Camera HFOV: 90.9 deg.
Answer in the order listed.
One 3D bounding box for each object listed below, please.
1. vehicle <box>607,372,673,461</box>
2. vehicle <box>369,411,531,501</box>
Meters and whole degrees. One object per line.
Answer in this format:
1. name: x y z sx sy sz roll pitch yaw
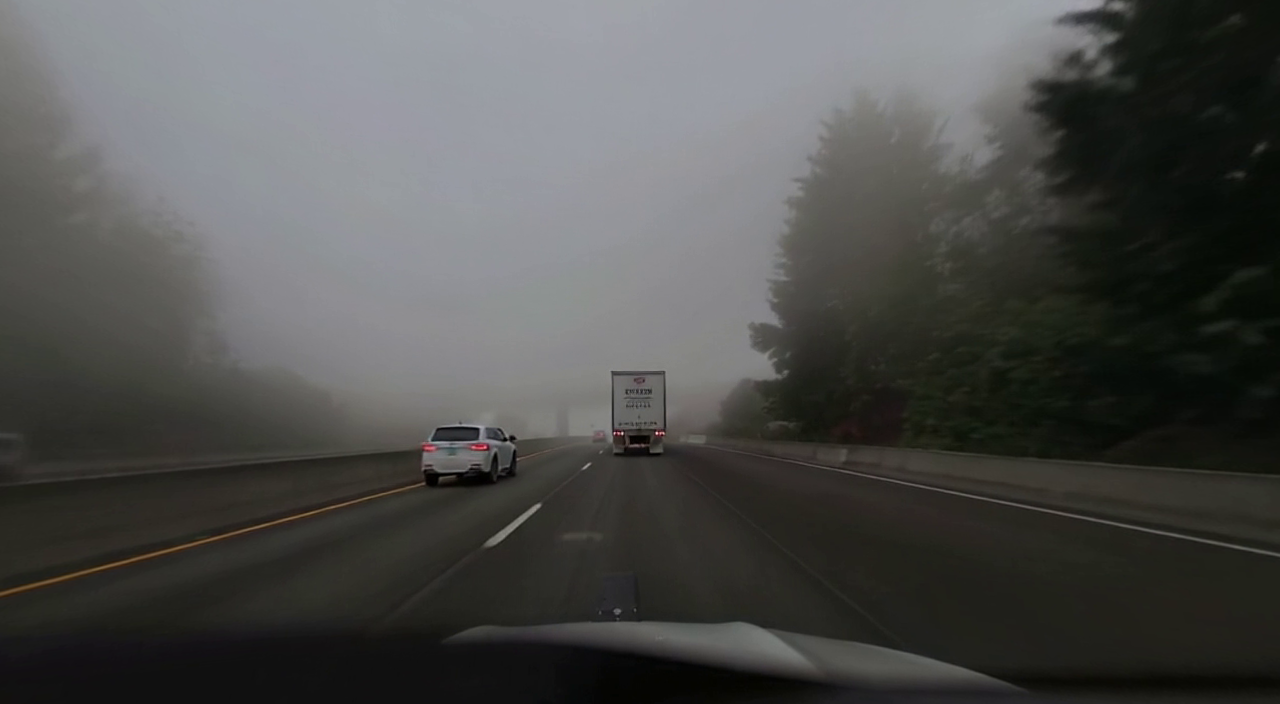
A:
1. vehicle: -0.126 3.665 34.363 2.906 3.990 12.551 0 -7 -1
2. vehicle: -4.018 2.274 14.401 2.167 1.686 4.946 0 -7 0
